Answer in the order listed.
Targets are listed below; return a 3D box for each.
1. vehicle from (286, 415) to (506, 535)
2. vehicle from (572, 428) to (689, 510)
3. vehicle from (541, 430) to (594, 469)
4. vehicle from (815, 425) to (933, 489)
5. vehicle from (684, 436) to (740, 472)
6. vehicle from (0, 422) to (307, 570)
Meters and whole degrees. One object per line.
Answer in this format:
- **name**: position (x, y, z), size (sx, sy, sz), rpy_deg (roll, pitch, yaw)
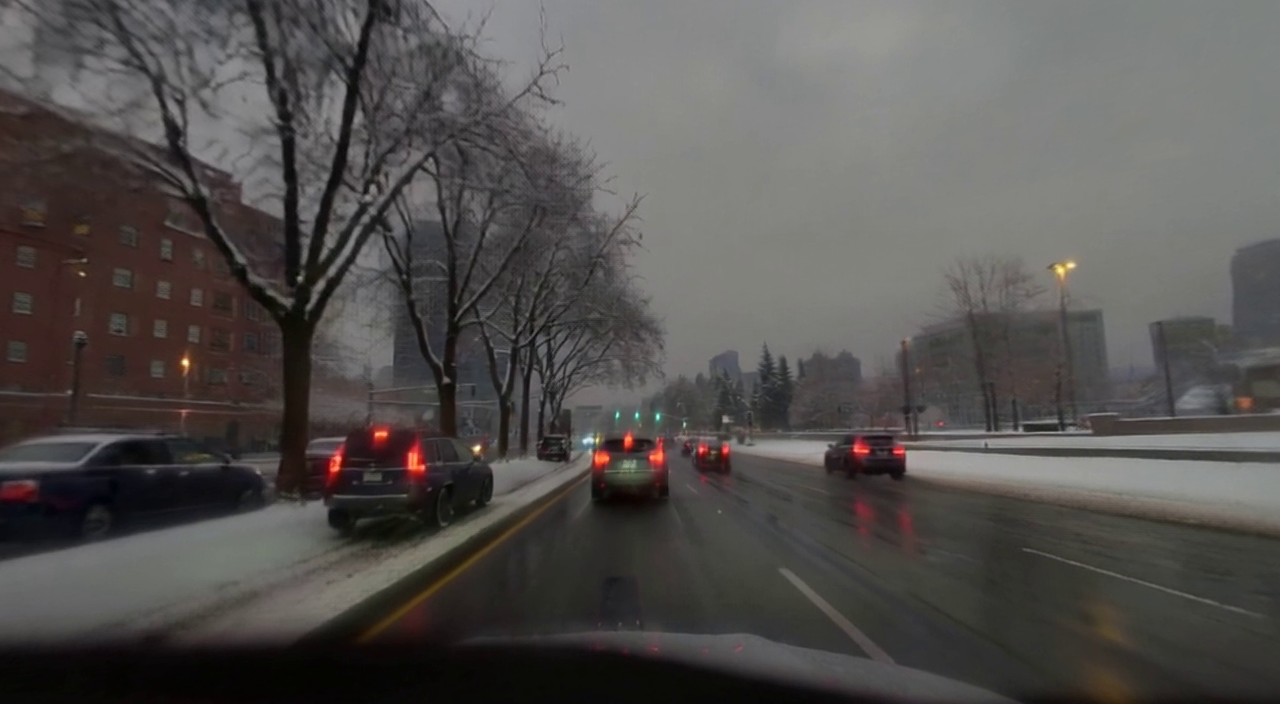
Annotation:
- **vehicle**: position (-3.798, 2.009, 10.865), size (2.009, 1.619, 4.376), rpy_deg (0, -9, 0)
- **vehicle**: position (-0.211, 2.493, 13.919), size (2.161, 1.501, 4.184), rpy_deg (0, -9, -1)
- **vehicle**: position (-3.596, 4.957, 32.175), size (2.154, 1.801, 5.015), rpy_deg (0, -9, -1)
- **vehicle**: position (6.783, 3.094, 18.858), size (1.889, 1.681, 4.120), rpy_deg (0, -9, 0)
- **vehicle**: position (3.178, 4.605, 28.678), size (1.905, 1.473, 4.183), rpy_deg (0, -9, -2)
- **vehicle**: position (-6.721, 1.833, 8.817), size (1.835, 1.516, 4.423), rpy_deg (0, -9, -2)
